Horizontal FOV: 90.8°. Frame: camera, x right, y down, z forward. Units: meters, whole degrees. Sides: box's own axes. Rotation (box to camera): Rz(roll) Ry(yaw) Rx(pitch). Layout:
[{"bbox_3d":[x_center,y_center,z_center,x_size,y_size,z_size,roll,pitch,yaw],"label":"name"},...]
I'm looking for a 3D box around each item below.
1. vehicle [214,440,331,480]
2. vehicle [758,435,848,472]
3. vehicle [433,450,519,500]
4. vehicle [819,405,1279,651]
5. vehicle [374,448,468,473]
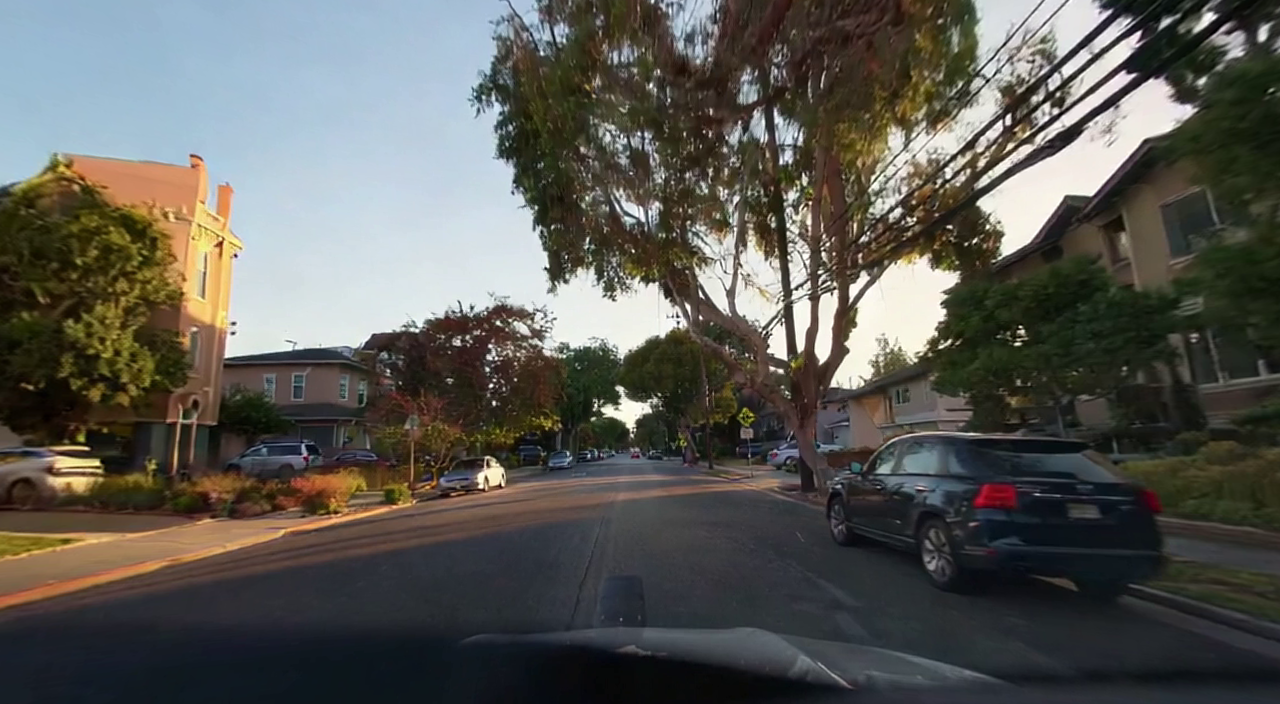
[{"bbox_3d":[-17.134,5.052,29.663,4.123,1.787,2.194,1,-9,-6],"label":"vehicle"},{"bbox_3d":[10.079,6.285,39.202,4.822,1.864,2.100,-4,-8,-5],"label":"vehicle"},{"bbox_3d":[-6.175,4.666,24.391,2.022,1.550,4.669,-4,-9,0],"label":"vehicle"},{"bbox_3d":[3.684,1.580,6.780,2.091,1.731,4.410,0,-9,-2],"label":"vehicle"},{"bbox_3d":[-14.382,7.160,41.755,5.395,1.615,2.132,0,-9,-1],"label":"vehicle"}]
